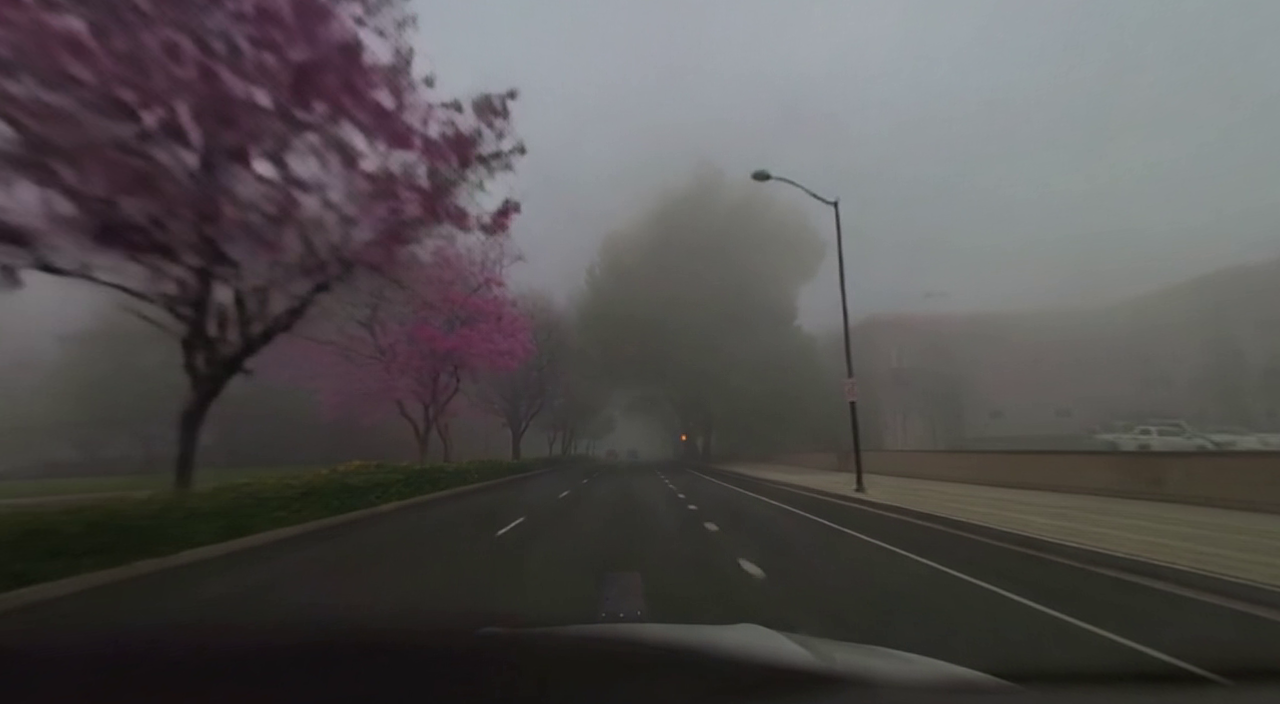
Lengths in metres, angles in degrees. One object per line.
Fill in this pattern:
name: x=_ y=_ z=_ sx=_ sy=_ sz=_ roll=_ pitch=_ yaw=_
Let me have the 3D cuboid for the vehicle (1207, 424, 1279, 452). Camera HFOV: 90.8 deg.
vehicle: x=36.476 y=5.079 z=37.278 sx=1.830 sy=1.515 sz=4.462 roll=0 pitch=-8 yaw=1
